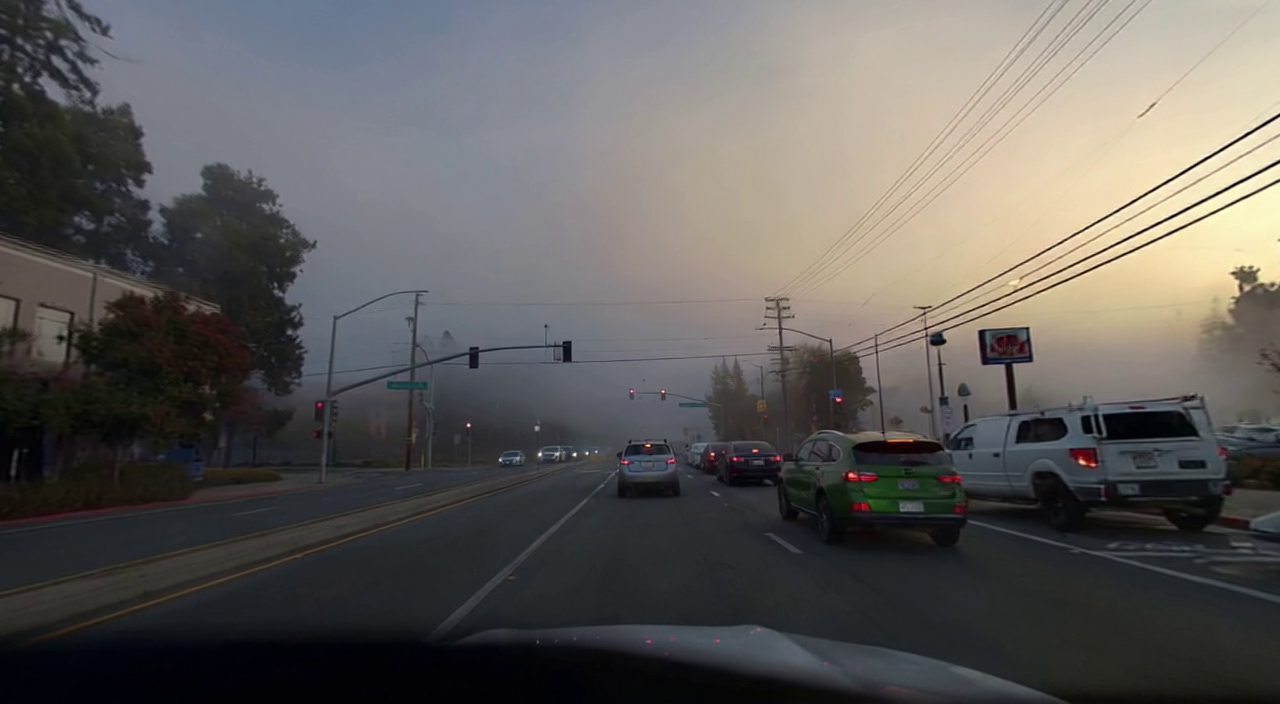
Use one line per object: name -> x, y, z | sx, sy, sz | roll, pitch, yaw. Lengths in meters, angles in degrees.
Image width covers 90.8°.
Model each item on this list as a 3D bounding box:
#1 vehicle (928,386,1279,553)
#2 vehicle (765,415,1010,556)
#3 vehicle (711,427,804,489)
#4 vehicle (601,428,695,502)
vehicle -> 6.679, 1.731, 9.852 | 2.080, 1.958, 4.653 | 0, -9, -1
vehicle -> 3.316, 1.883, 9.574 | 1.998, 1.620, 4.267 | 0, -9, 1
vehicle -> 3.704, 3.452, 20.812 | 2.060, 1.789, 4.712 | 0, -9, -1
vehicle -> 0.191, 2.888, 16.491 | 2.149, 1.668, 3.962 | 0, -9, 0
